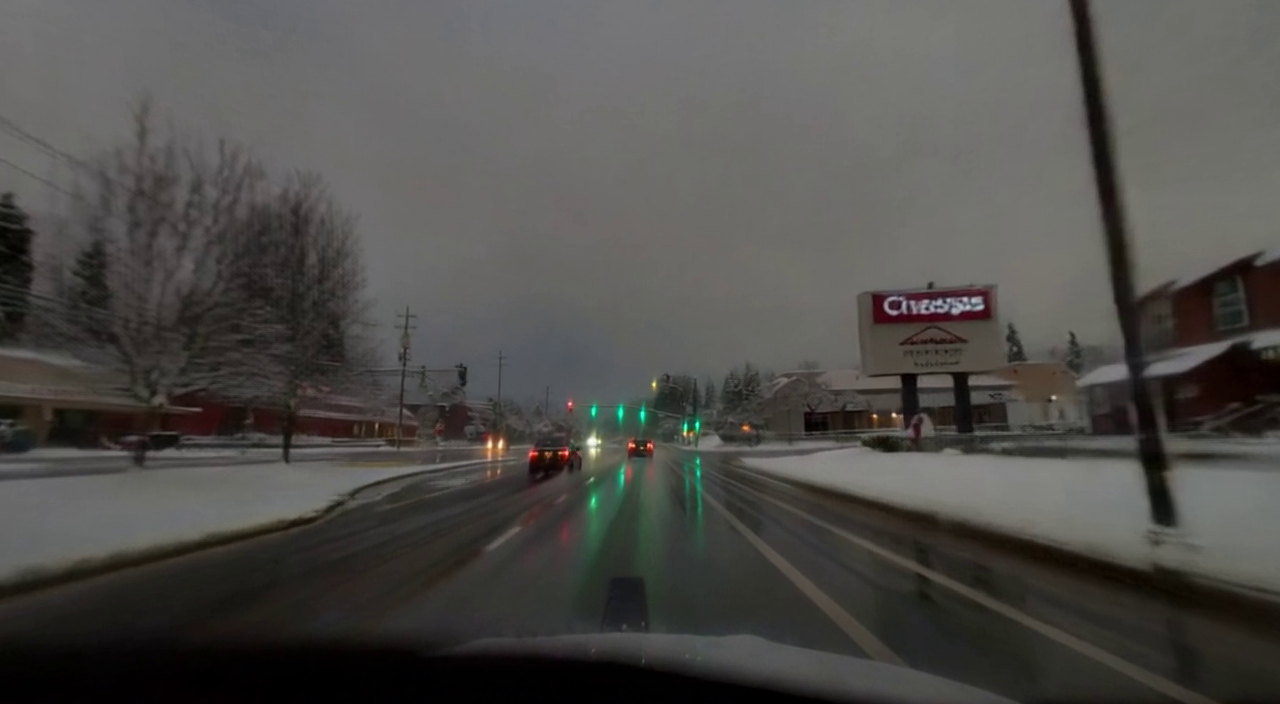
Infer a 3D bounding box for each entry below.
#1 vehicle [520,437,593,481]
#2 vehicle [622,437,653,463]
[{"bbox_3d":[-3.010,3.971,23.646,2.015,1.470,4.458,0,-8,2],"label":"vehicle"},{"bbox_3d":[-0.137,6.977,45.115,2.153,1.764,4.047,0,-8,1],"label":"vehicle"}]
